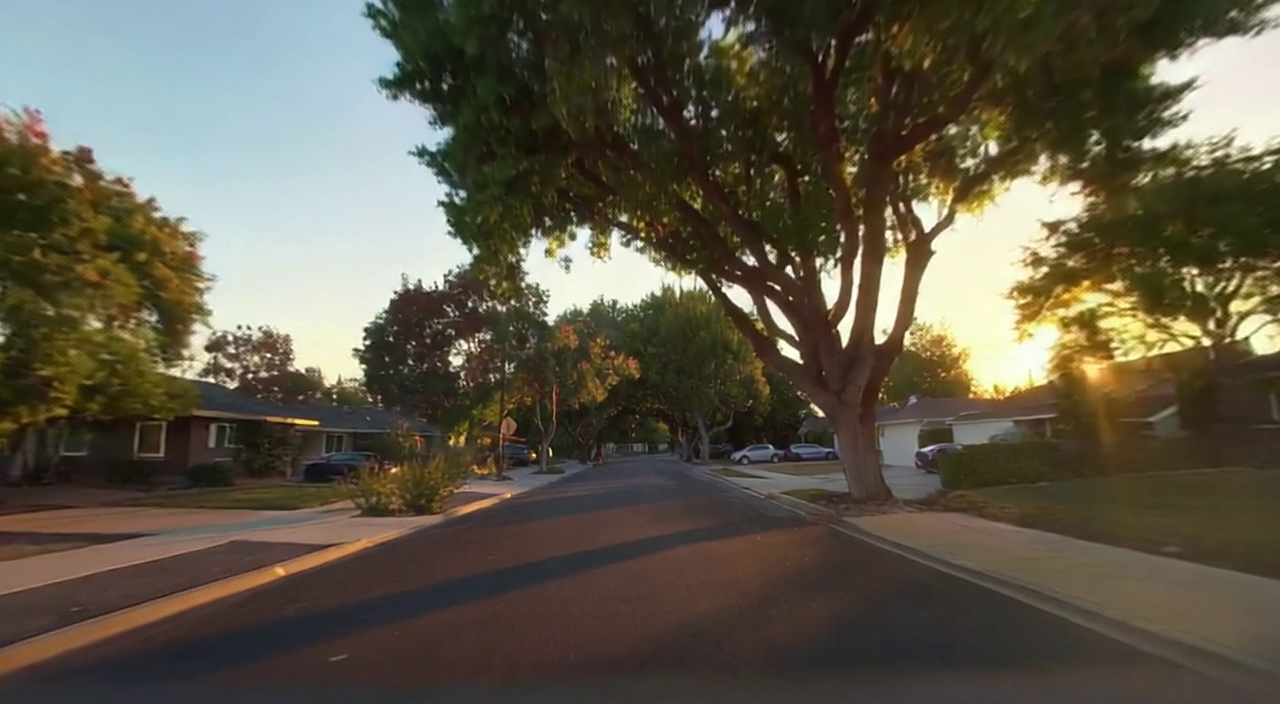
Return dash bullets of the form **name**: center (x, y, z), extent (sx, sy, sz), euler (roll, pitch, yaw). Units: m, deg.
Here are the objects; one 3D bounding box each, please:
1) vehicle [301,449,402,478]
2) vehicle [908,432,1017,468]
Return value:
- **vehicle**: center (-14.341, 5.548, 31.595), extent (4.138, 1.355, 1.808), euler (0, -9, 0)
- **vehicle**: center (16.475, 5.001, 32.418), extent (4.495, 1.724, 1.943), euler (0, -9, -4)
